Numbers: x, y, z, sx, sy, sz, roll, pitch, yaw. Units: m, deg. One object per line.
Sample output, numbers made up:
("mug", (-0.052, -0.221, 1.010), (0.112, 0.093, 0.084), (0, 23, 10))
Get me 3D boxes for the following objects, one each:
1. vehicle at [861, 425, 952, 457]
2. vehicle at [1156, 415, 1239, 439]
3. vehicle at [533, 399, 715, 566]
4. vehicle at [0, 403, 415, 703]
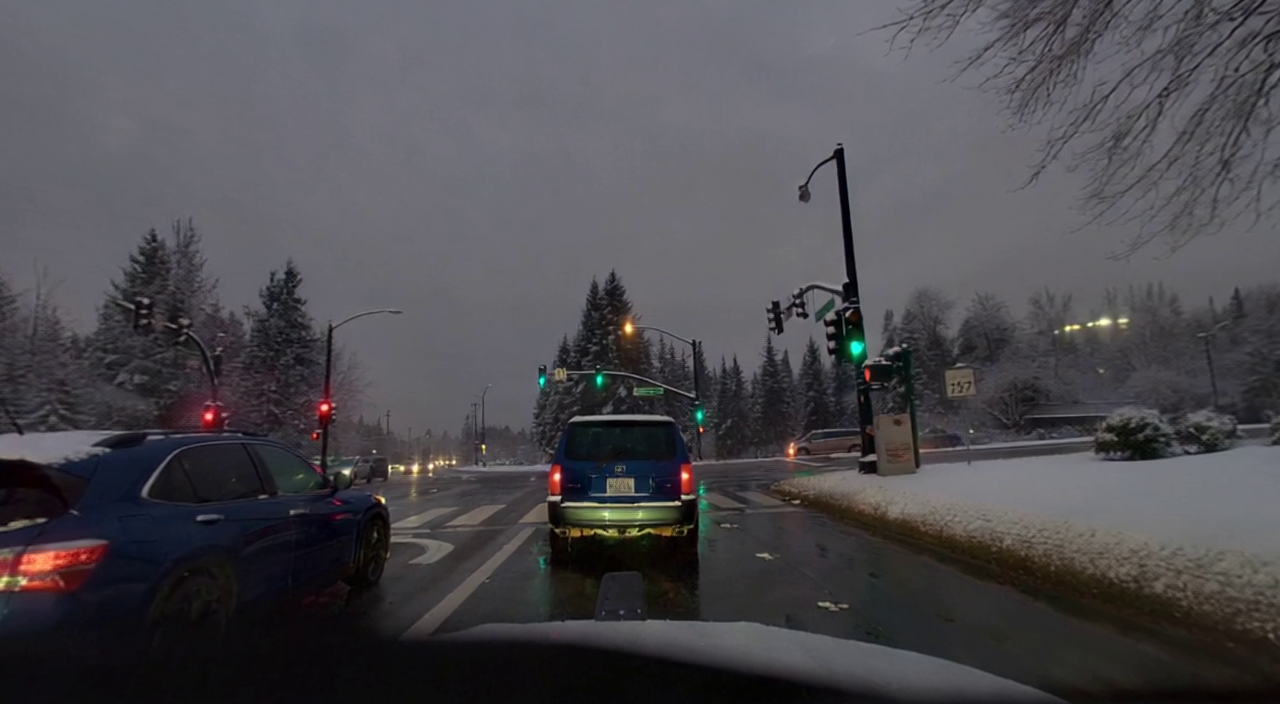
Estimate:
("vehicle", (13.575, 4.554, 32.258), (3.830, 1.545, 2.006), (3, -9, -18))
("vehicle", (35.670, 4.836, 40.435), (4.509, 1.487, 1.915), (3, -9, -20))
("vehicle", (-0.180, 1.797, 9.374), (2.059, 1.877, 4.249), (0, -8, 0))
("vehicle", (-3.380, 1.270, 4.608), (2.011, 1.527, 4.008), (0, -8, -1))
